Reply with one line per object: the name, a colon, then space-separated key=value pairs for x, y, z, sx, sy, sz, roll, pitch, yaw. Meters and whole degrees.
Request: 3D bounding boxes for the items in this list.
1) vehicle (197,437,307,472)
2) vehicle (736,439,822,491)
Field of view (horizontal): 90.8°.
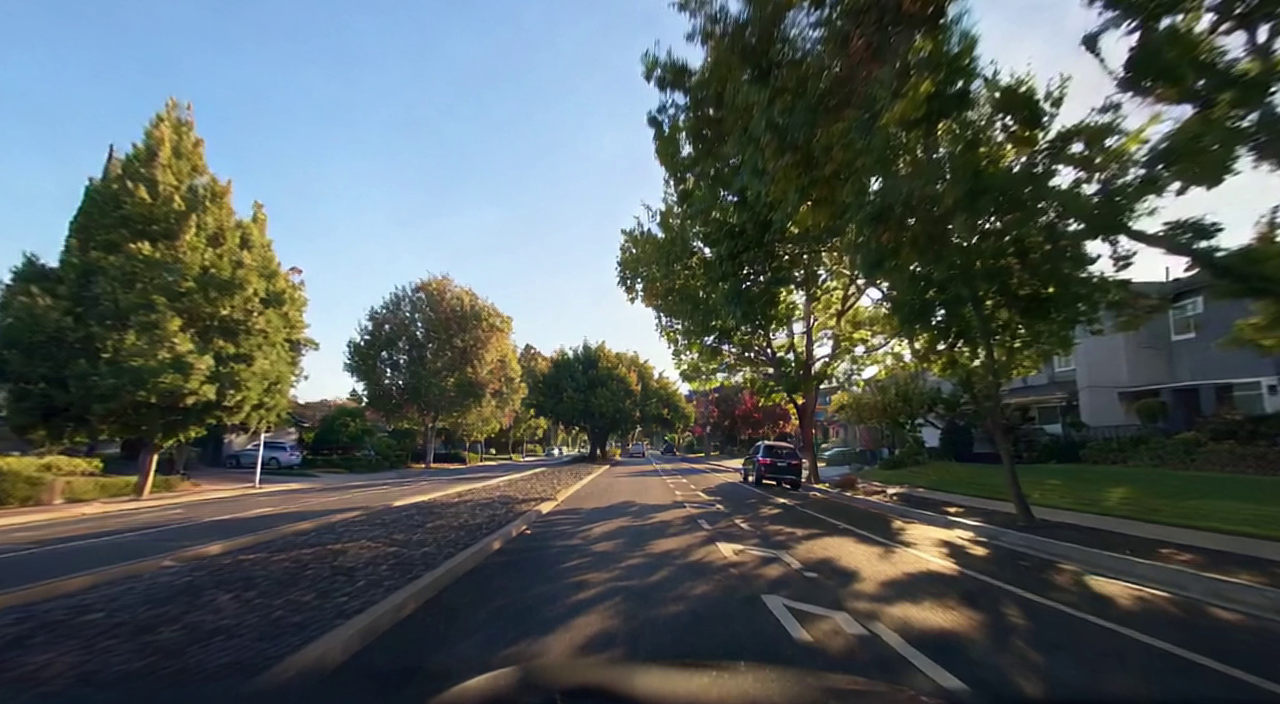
vehicle: x=-21.288 y=5.627 z=34.822 sx=4.666 sy=1.677 sz=1.978 roll=3 pitch=-9 yaw=-2
vehicle: x=4.810 y=3.984 z=22.653 sx=1.967 sy=1.631 sz=4.692 roll=0 pitch=-8 yaw=-1
